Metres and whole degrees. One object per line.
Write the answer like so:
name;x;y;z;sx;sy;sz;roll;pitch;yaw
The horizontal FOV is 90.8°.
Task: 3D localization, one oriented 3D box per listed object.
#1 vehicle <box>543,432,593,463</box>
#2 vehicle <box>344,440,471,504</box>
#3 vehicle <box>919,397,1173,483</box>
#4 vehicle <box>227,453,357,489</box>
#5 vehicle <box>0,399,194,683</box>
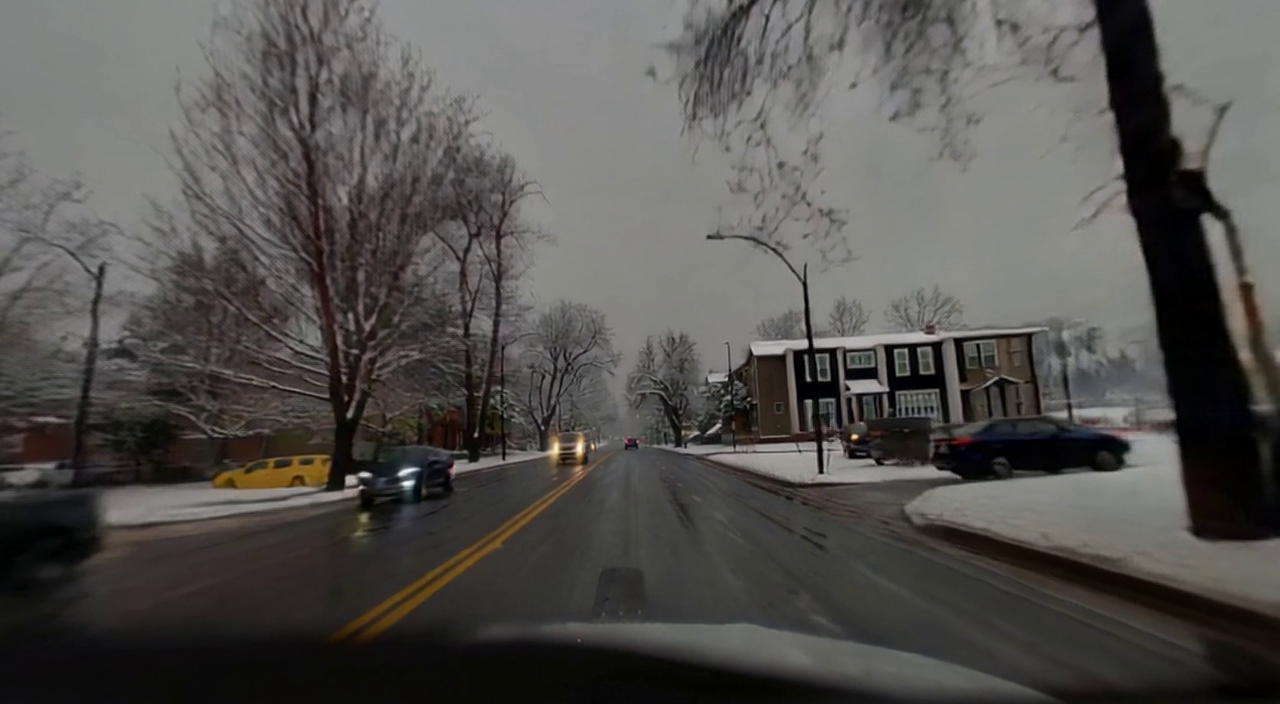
vehicle;-4.114;5.582;36.949;2.356;1.702;4.700;-1;-8;0
vehicle;-6.212;3.214;17.488;1.968;1.483;4.279;0;-8;-2
vehicle;9.264;2.083;14.810;4.385;1.612;2.070;-4;-9;5
vehicle;-15.141;5.193;27.641;4.649;1.423;1.850;-2;-8;5
vehicle;-5.103;1.072;3.220;2.481;1.714;4.702;0;-9;-5
